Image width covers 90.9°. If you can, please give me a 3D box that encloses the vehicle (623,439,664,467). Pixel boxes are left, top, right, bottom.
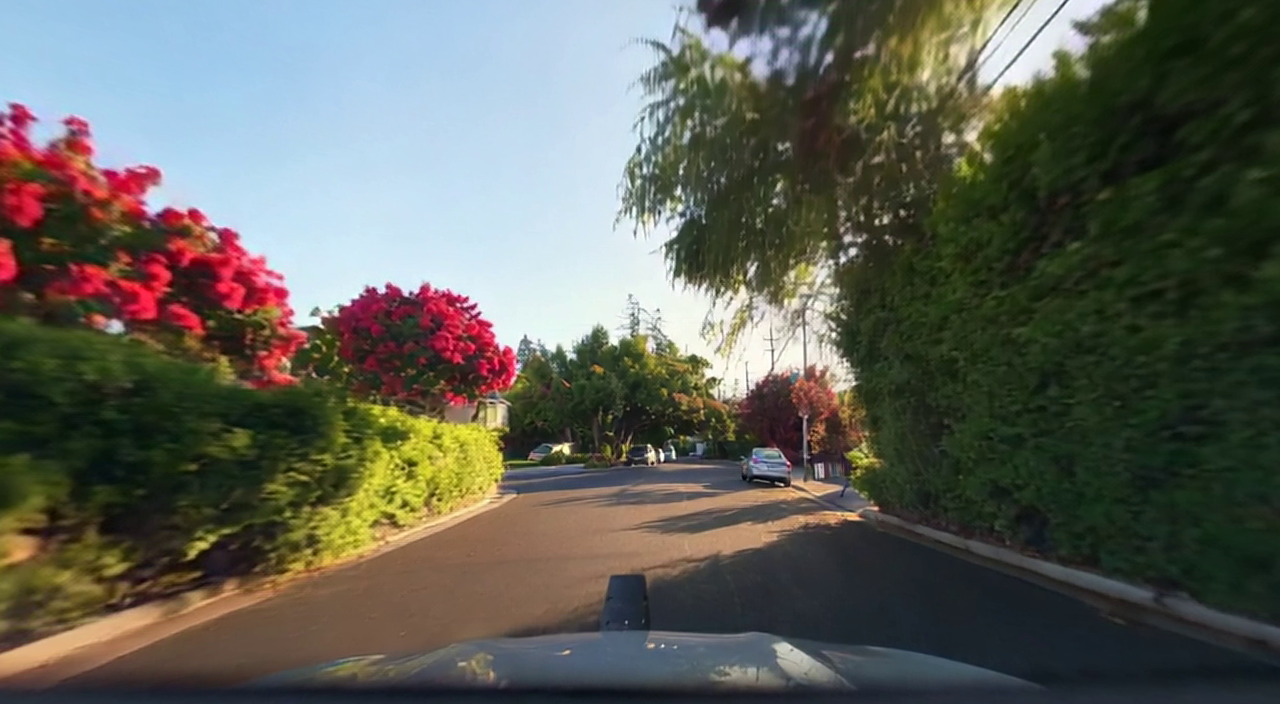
[{"bbox_3d":[0.350,7.673,47.860,2.463,1.951,5.794,-2,-9,6],"label":"vehicle"}]

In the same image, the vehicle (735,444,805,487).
[{"bbox_3d":[4.991,4.418,24.898,2.151,1.468,5.066,-1,-9,5],"label":"vehicle"}]
